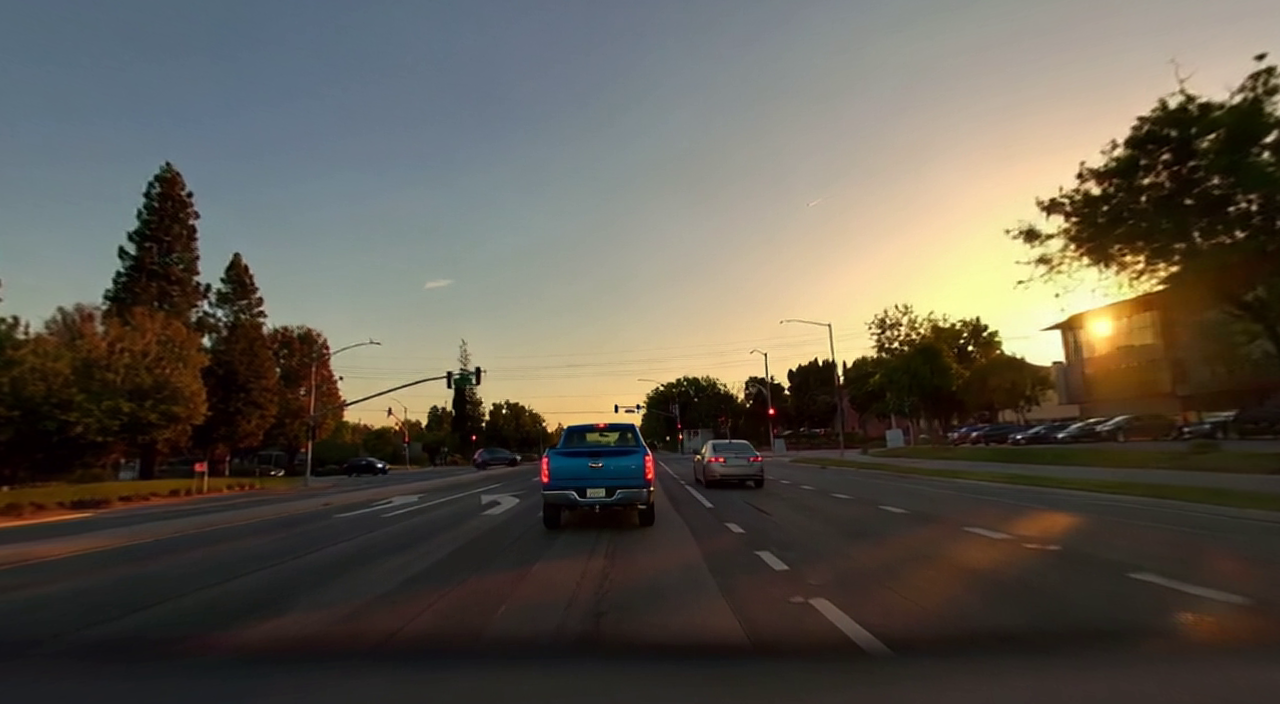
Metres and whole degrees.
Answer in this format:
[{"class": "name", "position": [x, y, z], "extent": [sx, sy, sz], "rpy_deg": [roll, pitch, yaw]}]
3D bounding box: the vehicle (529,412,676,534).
[{"class": "vehicle", "position": [-0.545, 2.119, 11.663], "extent": [2.145, 1.762, 4.731], "rpy_deg": [0, -8, 0]}]

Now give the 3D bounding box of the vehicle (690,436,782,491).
[{"class": "vehicle", "position": [2.823, 3.392, 19.630], "extent": [2.073, 1.484, 4.437], "rpy_deg": [0, -8, -1]}]

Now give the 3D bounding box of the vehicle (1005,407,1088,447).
[{"class": "vehicle", "position": [30.311, 5.686, 47.289], "extent": [2.892, 2.881, 4.178], "rpy_deg": [2, -9, -16]}]
